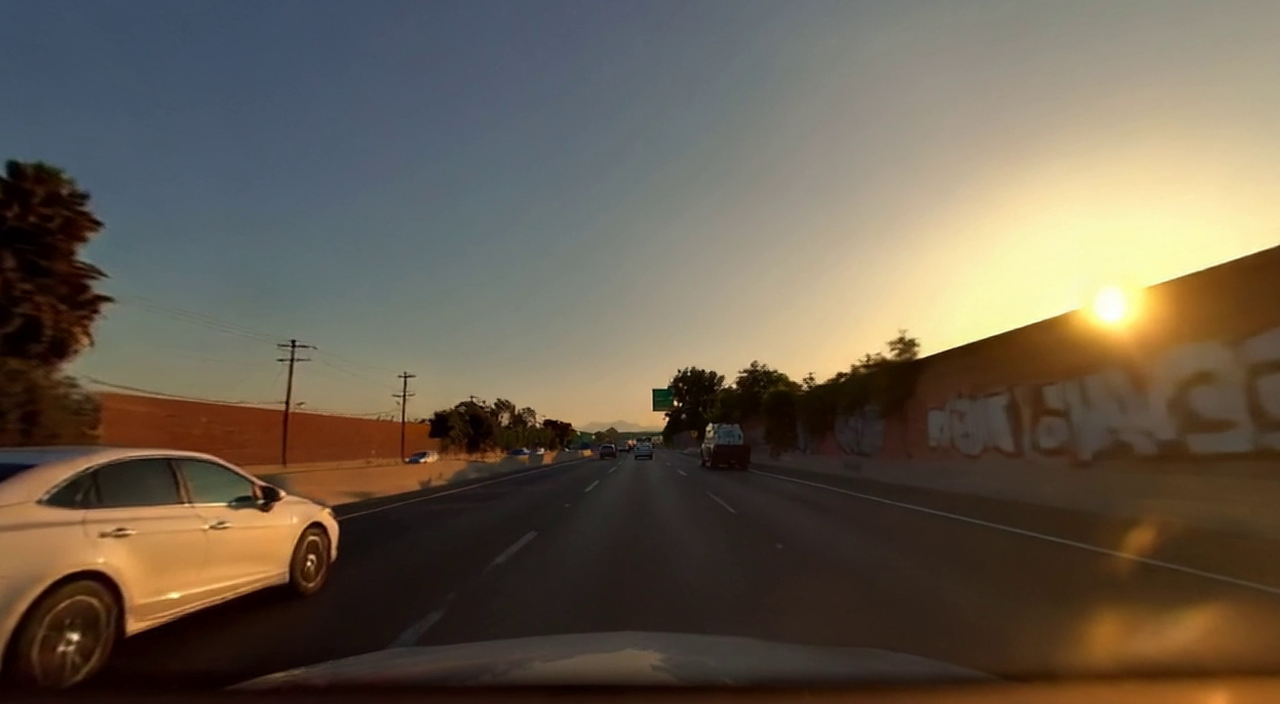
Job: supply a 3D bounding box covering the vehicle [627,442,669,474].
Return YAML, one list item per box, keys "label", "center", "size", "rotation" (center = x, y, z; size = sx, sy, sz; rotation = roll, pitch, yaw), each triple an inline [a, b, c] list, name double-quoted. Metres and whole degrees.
- label: "vehicle"
  center: [0.404, 5.364, 32.126]
  size: [2.009, 1.506, 4.091]
  rotation: [0, -9, 0]

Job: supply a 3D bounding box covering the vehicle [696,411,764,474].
- label: "vehicle"
  center: [4.504, 4.739, 32.894]
  size: [2.549, 2.931, 6.310]
  rotation: [0, -9, 0]

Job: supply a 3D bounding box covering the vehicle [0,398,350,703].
- label: "vehicle"
  center: [-3.655, 1.060, 3.456]
  size: [2.023, 1.444, 4.379]
  rotation: [0, -9, 0]
